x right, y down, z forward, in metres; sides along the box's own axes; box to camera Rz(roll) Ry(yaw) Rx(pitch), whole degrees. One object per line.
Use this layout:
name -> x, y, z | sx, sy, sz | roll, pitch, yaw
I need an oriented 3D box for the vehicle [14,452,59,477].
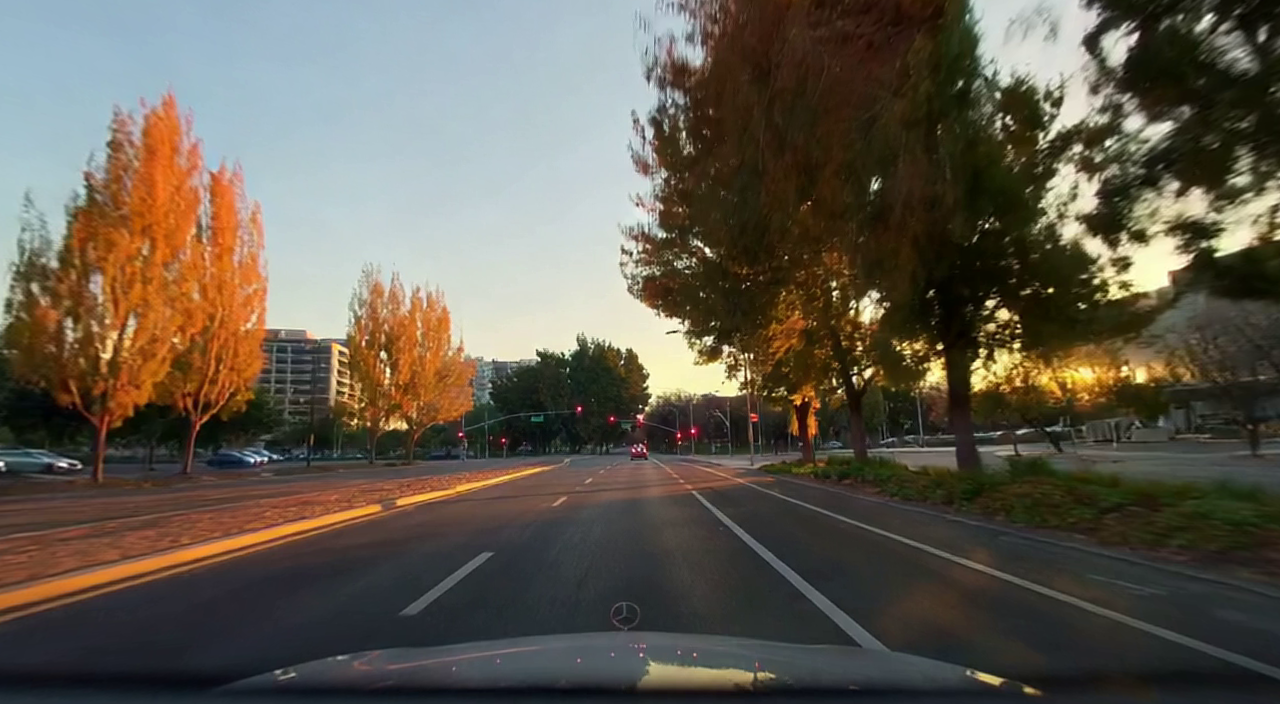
vehicle -> -38.057, 7.087, 39.898 | 1.804, 1.456, 3.750 | 5, -11, -41
